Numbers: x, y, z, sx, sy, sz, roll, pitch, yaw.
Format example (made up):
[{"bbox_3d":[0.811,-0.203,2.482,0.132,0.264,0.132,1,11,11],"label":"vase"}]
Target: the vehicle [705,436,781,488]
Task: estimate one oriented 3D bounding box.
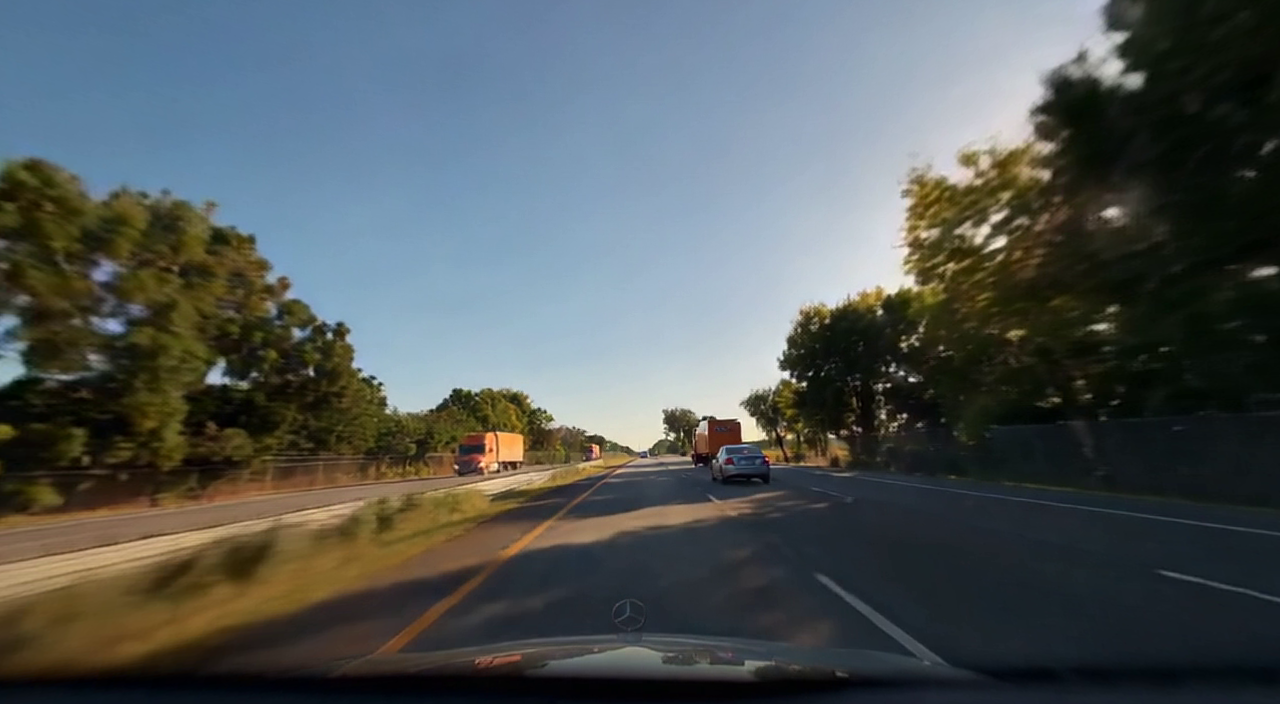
[{"bbox_3d":[3.762,4.115,23.787,2.093,1.742,4.167,0,-9,-1],"label":"vehicle"}]
